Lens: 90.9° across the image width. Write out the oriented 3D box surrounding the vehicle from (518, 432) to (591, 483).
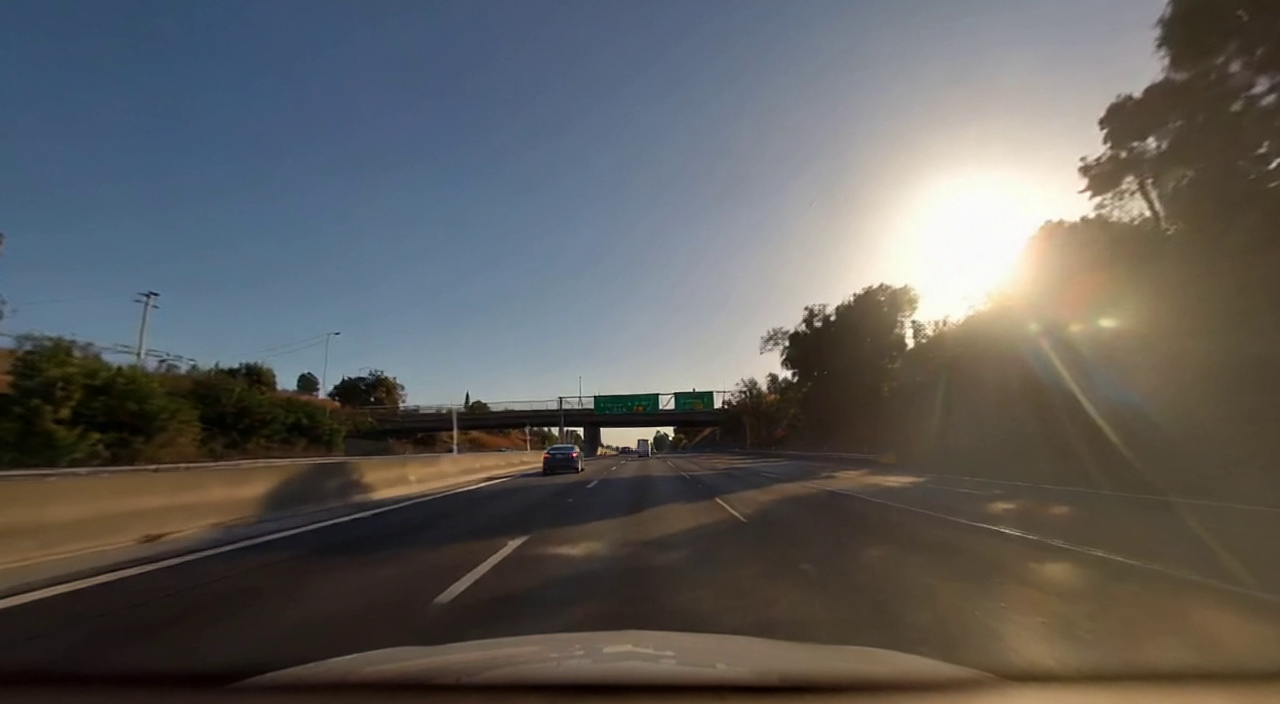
[{"bbox_3d":[-3.054,3.885,23.494,2.072,1.706,4.359,0,-8,1],"label":"vehicle"}]
